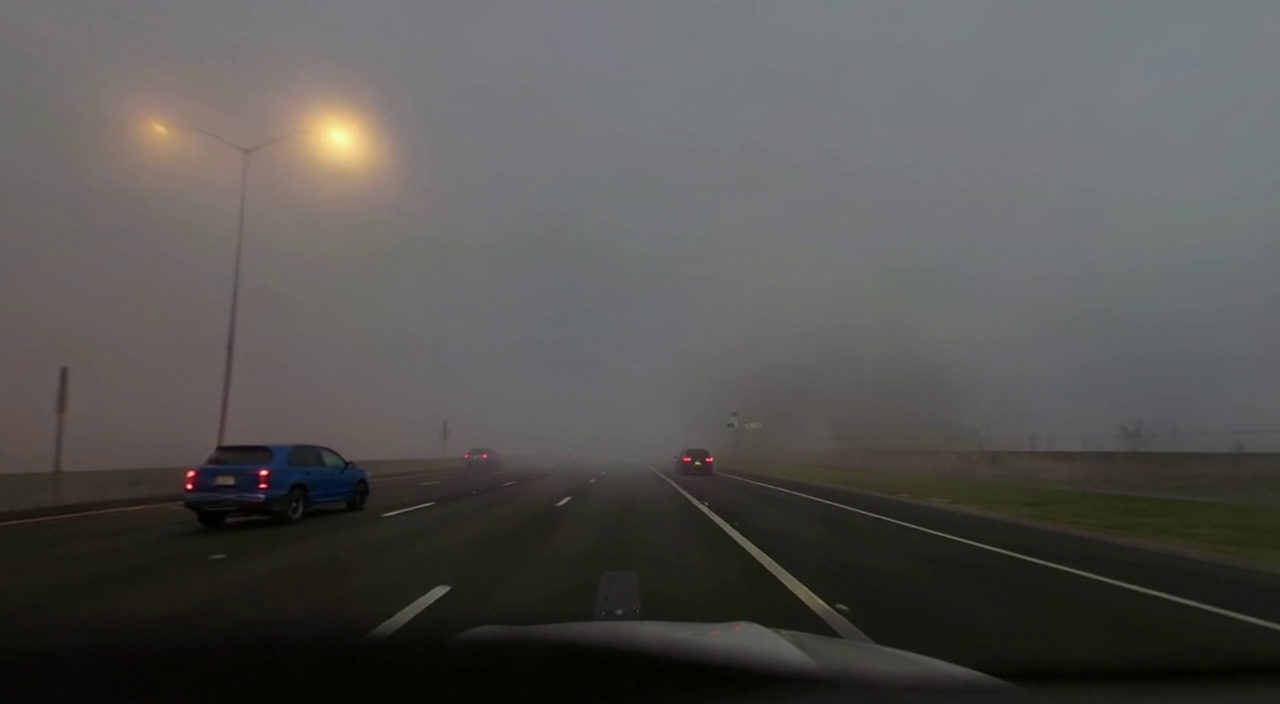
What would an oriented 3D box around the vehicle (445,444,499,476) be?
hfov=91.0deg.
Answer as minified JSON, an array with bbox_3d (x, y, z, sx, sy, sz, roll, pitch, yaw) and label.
[{"bbox_3d":[-10.823,6.957,40.830,2.137,1.873,4.687,0,-8,1],"label":"vehicle"}]

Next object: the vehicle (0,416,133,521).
[{"bbox_3d":[-14.482,2.469,13.415,2.654,2.145,5.489,0,-8,1],"label":"vehicle"}]

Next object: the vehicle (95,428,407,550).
[{"bbox_3d":[-6.835,2.453,12.149,2.524,1.806,5.325,0,-8,1],"label":"vehicle"}]

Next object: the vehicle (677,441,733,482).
[{"bbox_3d":[3.170,5.477,31.830,2.184,1.892,4.763,0,-8,-1],"label":"vehicle"}]
